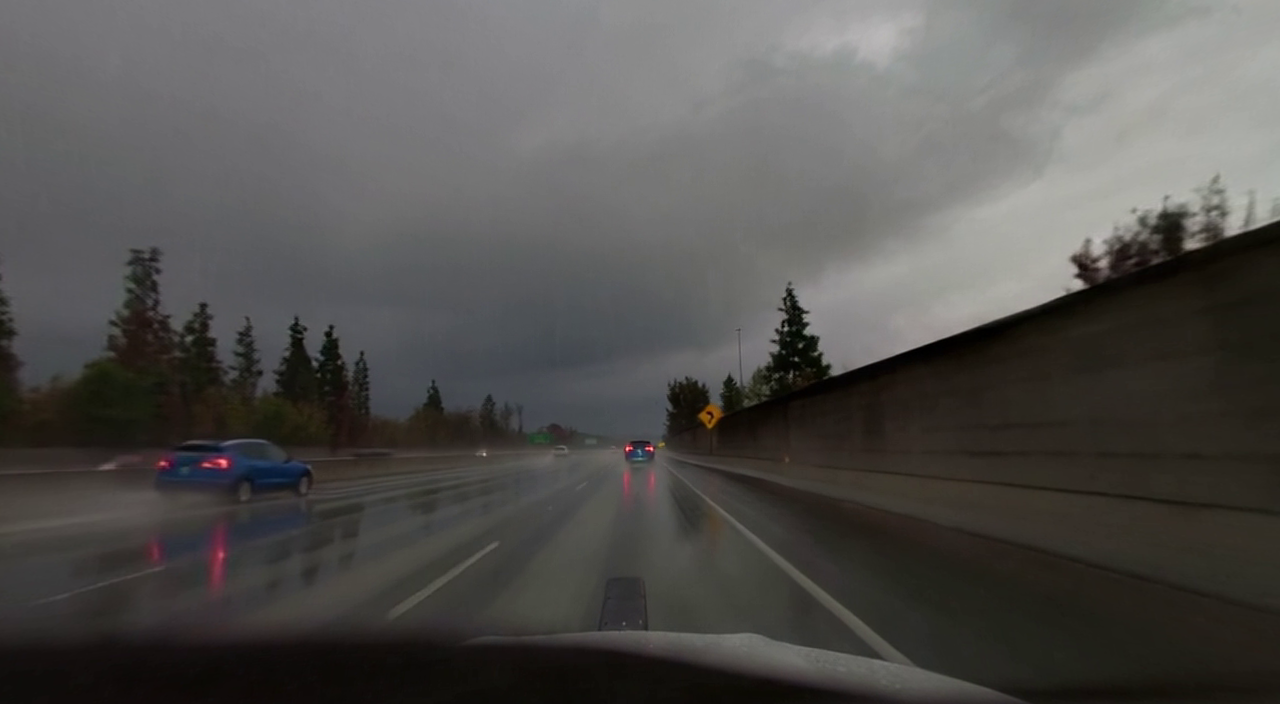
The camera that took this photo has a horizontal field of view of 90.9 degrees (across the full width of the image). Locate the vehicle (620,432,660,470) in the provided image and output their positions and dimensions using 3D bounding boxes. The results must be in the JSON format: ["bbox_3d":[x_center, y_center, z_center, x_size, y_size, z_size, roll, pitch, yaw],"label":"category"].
[{"bbox_3d":[-0.007,6.007,38.390,2.318,2.145,4.561,0,-8,0],"label":"vehicle"}]

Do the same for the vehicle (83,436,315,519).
[{"bbox_3d":[-10.287,2.930,15.366,2.037,1.661,4.885,0,-8,1],"label":"vehicle"}]
